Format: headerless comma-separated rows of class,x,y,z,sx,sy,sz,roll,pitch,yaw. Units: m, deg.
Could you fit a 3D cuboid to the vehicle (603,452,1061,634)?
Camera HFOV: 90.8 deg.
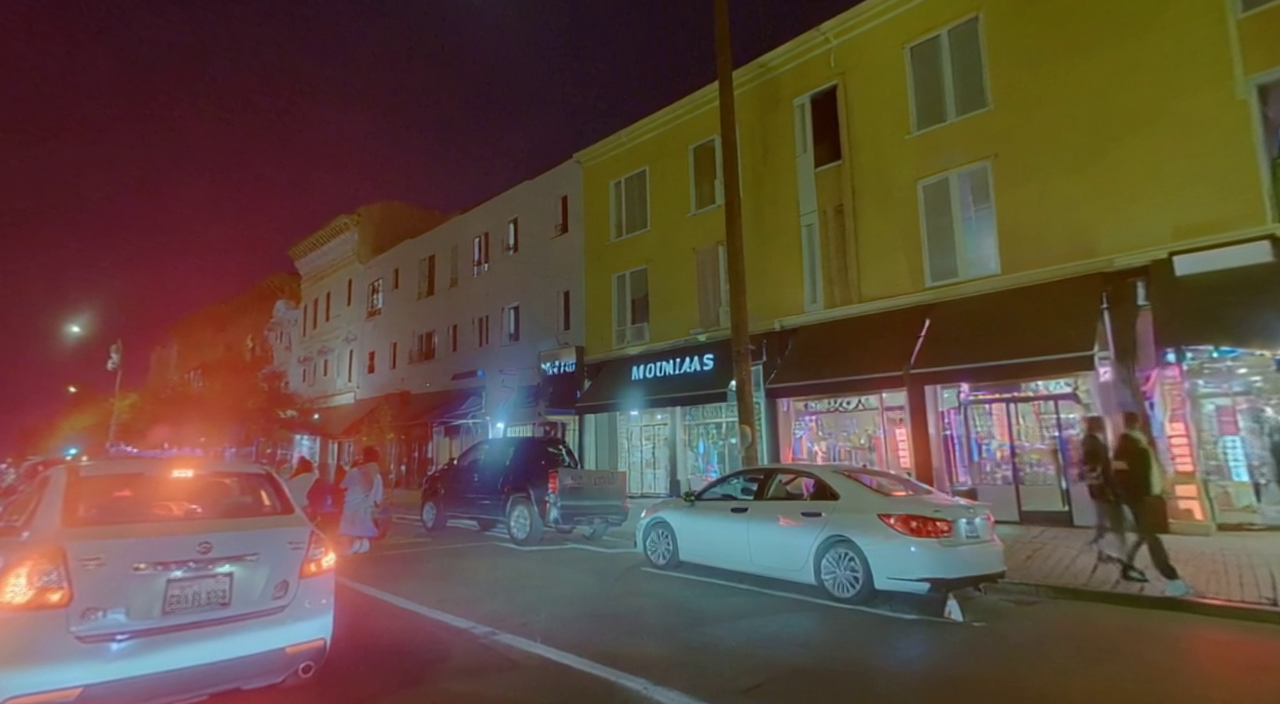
vehicle,1.907,1.926,7.513,4.830,1.421,1.826,-8,-11,42

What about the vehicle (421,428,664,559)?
vehicle,-1.904,2.359,11.320,4.580,1.853,1.862,-8,-12,43

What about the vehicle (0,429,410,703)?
vehicle,-3.535,1.309,4.263,4.330,1.458,1.932,-8,-12,43
